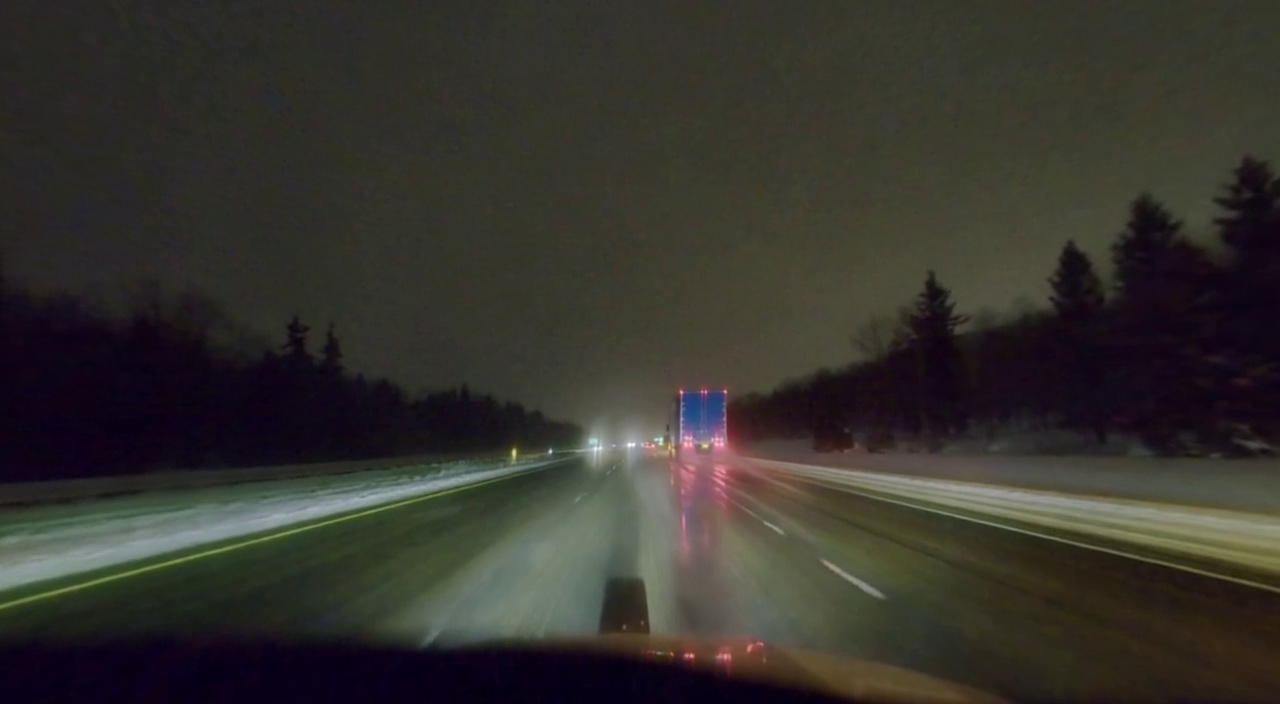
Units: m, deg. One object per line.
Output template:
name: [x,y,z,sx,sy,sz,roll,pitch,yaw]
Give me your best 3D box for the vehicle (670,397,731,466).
vehicle: [3.952,5.809,44.740,2.933,4.100,14.317,0,-8,0]
